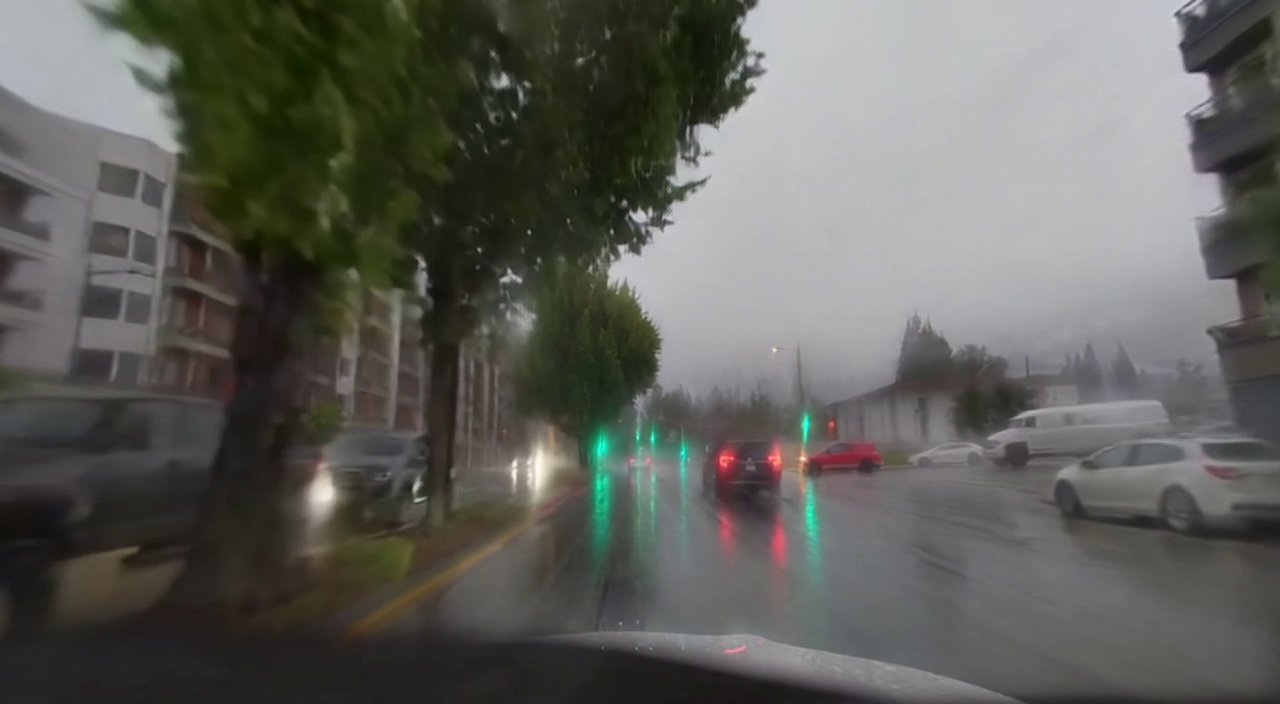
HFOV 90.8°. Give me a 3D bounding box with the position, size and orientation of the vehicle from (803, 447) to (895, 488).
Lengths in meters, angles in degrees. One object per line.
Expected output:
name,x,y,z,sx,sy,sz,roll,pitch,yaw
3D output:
vehicle,8.683,4.820,26.804,1.940,1.512,5.129,0,-8,-3

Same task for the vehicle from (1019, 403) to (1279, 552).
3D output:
vehicle,8.964,1.993,10.757,1.939,1.927,4.833,0,-8,-1

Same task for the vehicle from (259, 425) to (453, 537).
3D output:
vehicle,-5.482,2.518,13.005,2.080,1.857,4.456,0,-8,-3

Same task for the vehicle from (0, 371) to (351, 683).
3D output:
vehicle,-4.838,1.305,5.512,2.009,1.837,5.590,0,-8,0

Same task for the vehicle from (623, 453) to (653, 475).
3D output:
vehicle,-0.197,8.180,46.360,2.059,1.492,4.033,0,-8,-2

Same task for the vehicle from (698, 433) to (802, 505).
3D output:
vehicle,3.083,3.418,18.934,2.129,1.844,4.767,0,-8,-2

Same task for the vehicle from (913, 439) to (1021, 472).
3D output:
vehicle,16.914,5.352,32.782,4.612,1.632,1.858,1,-8,-6
